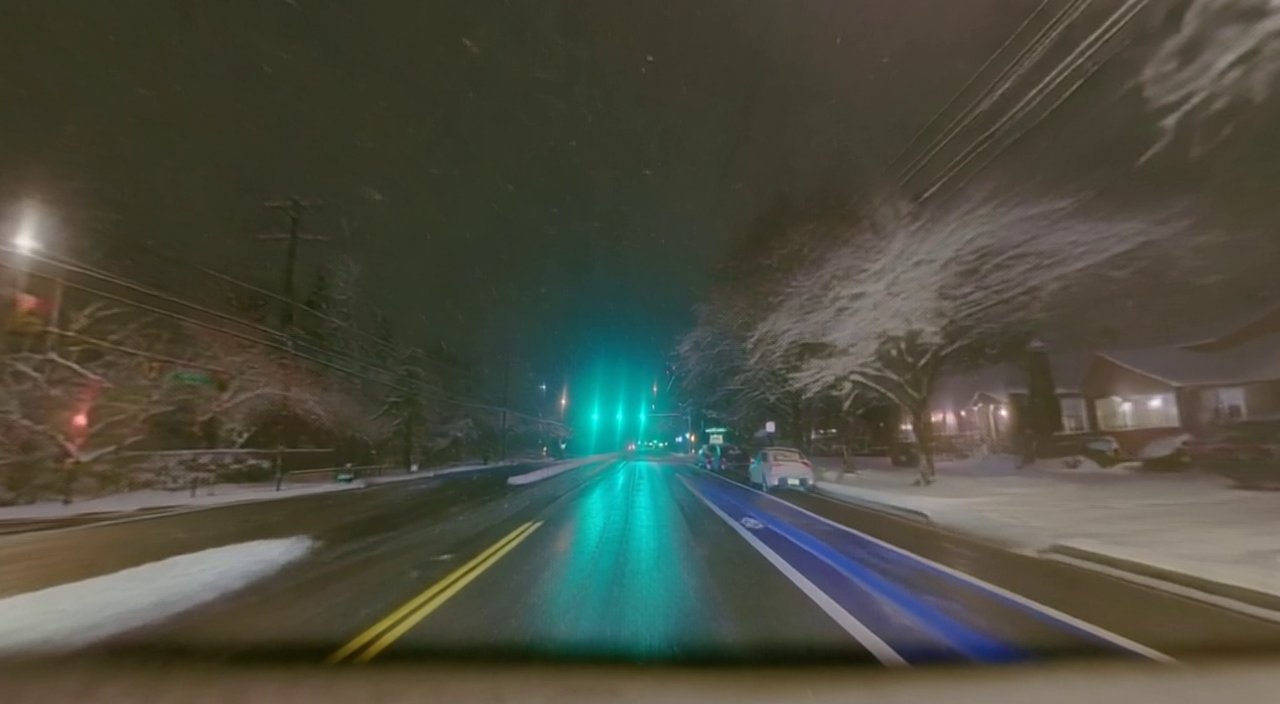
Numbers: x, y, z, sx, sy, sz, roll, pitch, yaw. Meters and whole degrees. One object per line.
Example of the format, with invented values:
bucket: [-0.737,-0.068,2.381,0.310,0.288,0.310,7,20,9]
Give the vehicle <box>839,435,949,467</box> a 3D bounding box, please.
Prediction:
vehicle: [12.253,4.806,30.577,4.502,1.470,1.839,0,-9,0]

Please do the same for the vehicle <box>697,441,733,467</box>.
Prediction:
vehicle: [5.343,7.353,45.425,2.069,1.743,4.595,0,-9,0]

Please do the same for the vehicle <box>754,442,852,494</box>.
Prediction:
vehicle: [5.171,3.738,20.720,2.032,1.478,5.040,0,-9,2]
